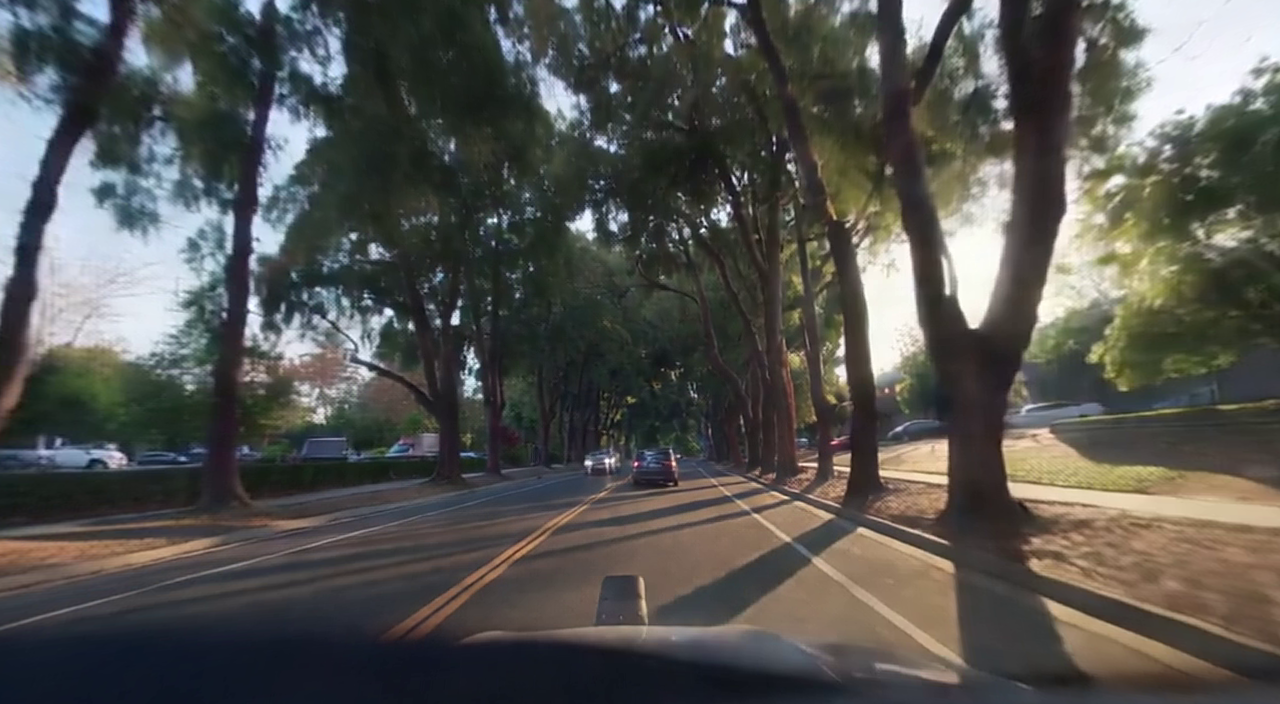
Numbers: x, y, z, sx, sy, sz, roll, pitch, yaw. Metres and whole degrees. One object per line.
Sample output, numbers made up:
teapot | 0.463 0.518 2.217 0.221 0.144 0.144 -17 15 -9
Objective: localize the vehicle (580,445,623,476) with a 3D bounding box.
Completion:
vehicle | -2.267 6.523 38.242 2.078 1.720 3.822 -1 -8 4

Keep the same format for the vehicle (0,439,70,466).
vehicle | -45.522 7.306 45.823 2.560 1.858 5.752 -4 -9 7

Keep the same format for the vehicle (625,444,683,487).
vehicle | 0.660 4.587 25.850 2.152 1.574 4.223 -1 -8 4
